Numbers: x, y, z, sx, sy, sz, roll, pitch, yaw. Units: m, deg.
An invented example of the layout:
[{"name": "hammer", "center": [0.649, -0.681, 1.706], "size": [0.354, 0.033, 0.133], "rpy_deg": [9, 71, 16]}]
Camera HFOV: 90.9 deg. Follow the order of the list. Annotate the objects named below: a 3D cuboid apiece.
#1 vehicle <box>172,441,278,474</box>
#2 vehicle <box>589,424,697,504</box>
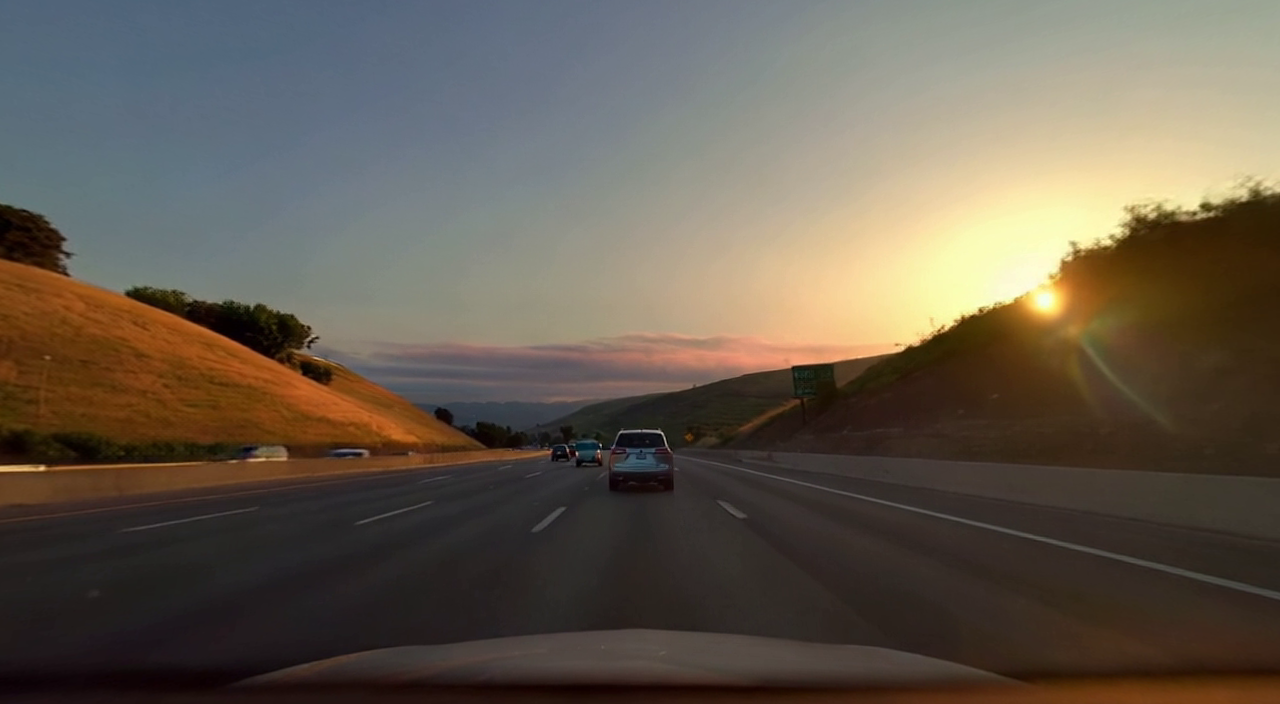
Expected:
[{"name": "vehicle", "center": [-24.509, 6.253, 37.654], "size": [2.257, 1.773, 5.915], "rpy_deg": [0, -9, 1]}, {"name": "vehicle", "center": [0.092, 2.892, 16.597], "size": [2.447, 1.804, 4.273], "rpy_deg": [0, -9, 1]}]
